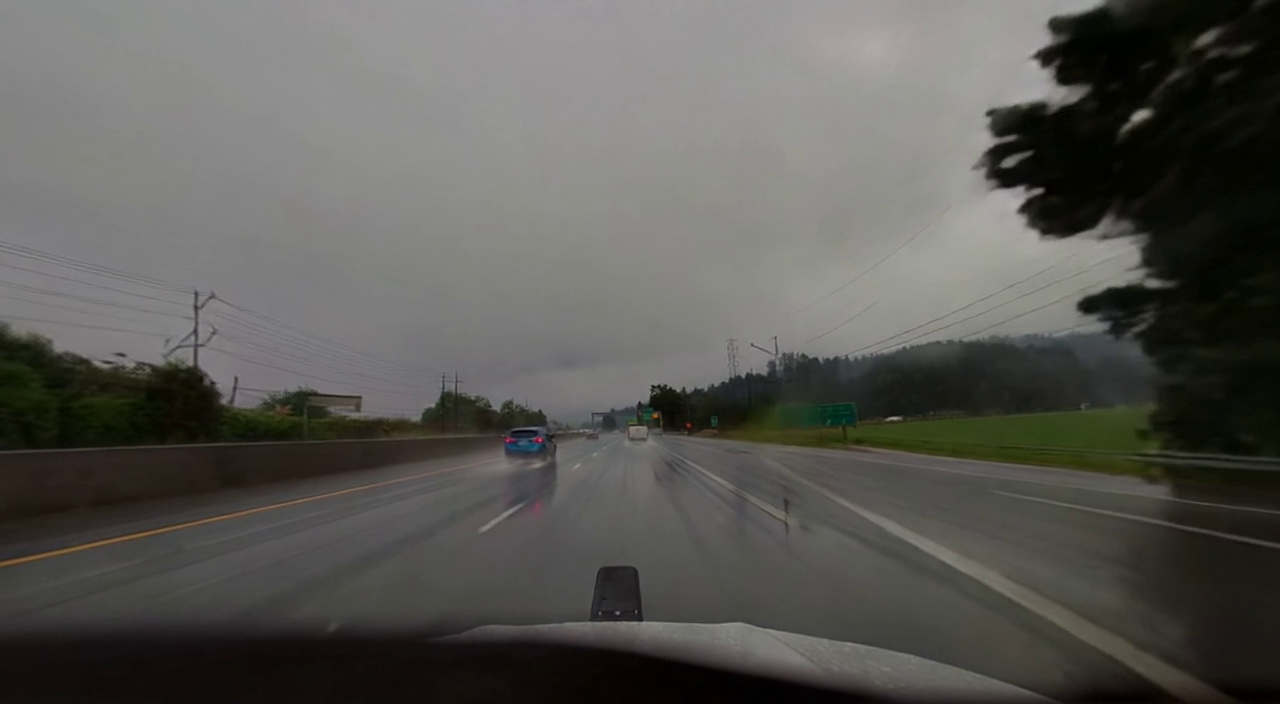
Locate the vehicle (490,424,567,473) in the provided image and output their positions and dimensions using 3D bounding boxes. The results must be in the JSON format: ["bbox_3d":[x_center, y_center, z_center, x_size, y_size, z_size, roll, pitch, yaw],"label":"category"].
[{"bbox_3d":[-3.927,3.456,22.804,2.023,1.580,4.259,0,-8,0],"label":"vehicle"}]
